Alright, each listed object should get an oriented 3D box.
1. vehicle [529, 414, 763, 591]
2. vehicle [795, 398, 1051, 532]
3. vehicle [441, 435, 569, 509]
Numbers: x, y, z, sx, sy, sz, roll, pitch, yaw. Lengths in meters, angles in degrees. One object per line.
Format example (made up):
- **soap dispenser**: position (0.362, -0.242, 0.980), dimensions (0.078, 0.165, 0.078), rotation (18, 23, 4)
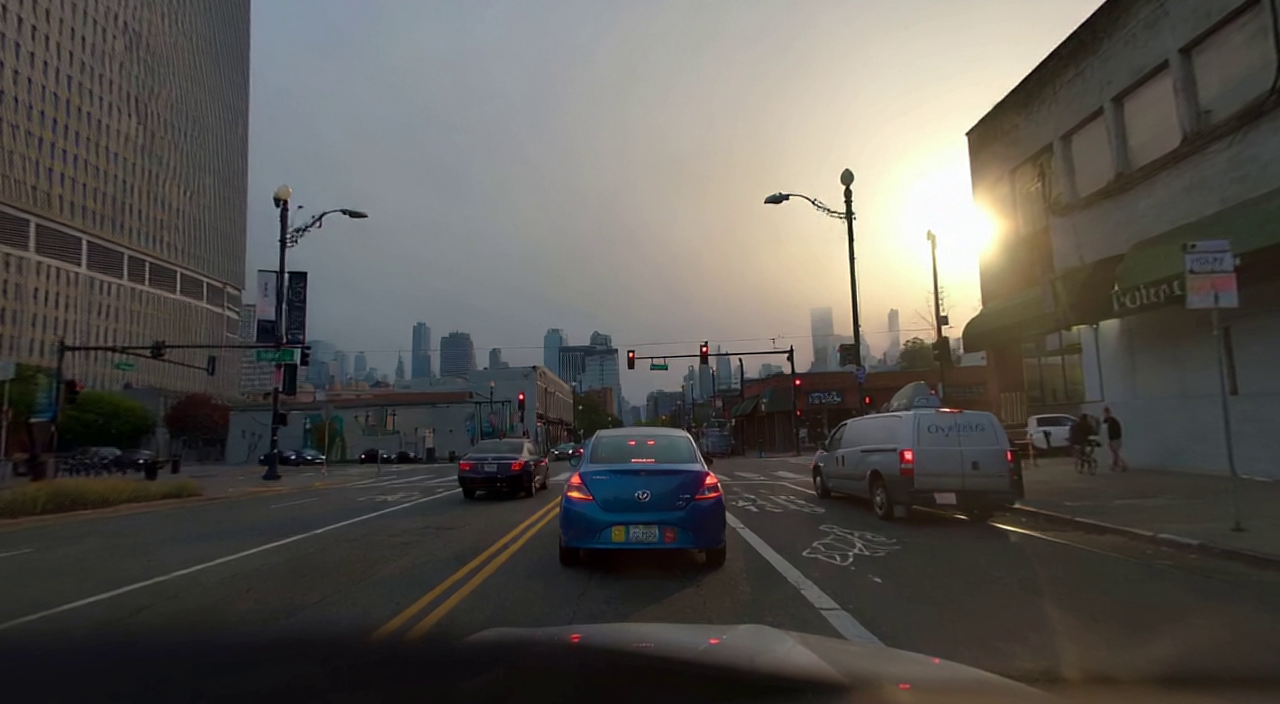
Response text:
- **vehicle**: position (0.039, 1.653, 7.713), dimensions (2.091, 1.557, 4.000), rotation (0, -9, 0)
- **vehicle**: position (4.510, 1.917, 11.145), dimensions (2.142, 1.829, 4.767), rotation (0, -9, -2)
- **vehicle**: position (-2.953, 2.745, 14.874), dimensions (2.039, 1.452, 4.489), rotation (0, -9, 0)
